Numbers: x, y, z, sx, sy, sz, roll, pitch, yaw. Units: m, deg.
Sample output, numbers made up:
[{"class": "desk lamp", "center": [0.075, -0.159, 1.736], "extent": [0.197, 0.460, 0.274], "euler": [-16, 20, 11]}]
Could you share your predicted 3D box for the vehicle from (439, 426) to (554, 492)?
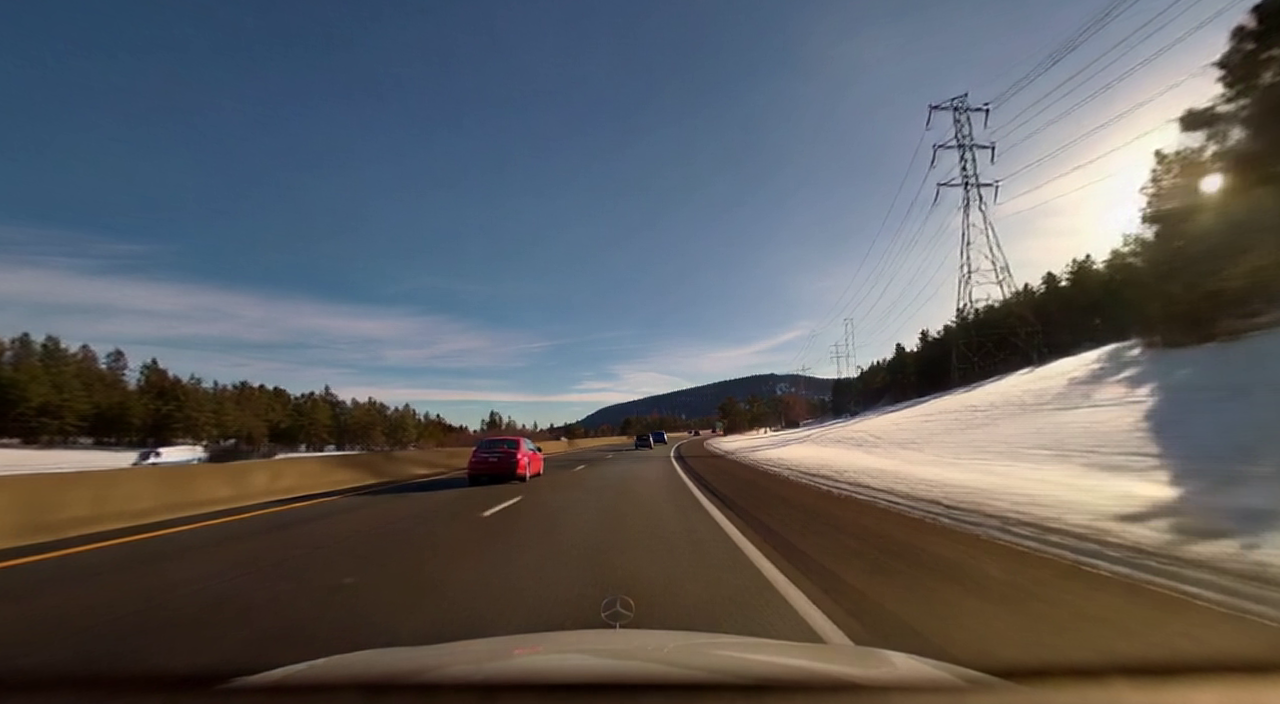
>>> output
[{"class": "vehicle", "center": [-3.638, 2.767, 16.816], "extent": [2.030, 1.522, 4.250], "euler": [0, -8, 1]}]

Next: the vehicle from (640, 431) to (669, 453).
[{"class": "vehicle", "center": [1.106, 6.783, 47.507], "extent": [2.077, 1.523, 4.206], "euler": [0, -8, 3]}]
